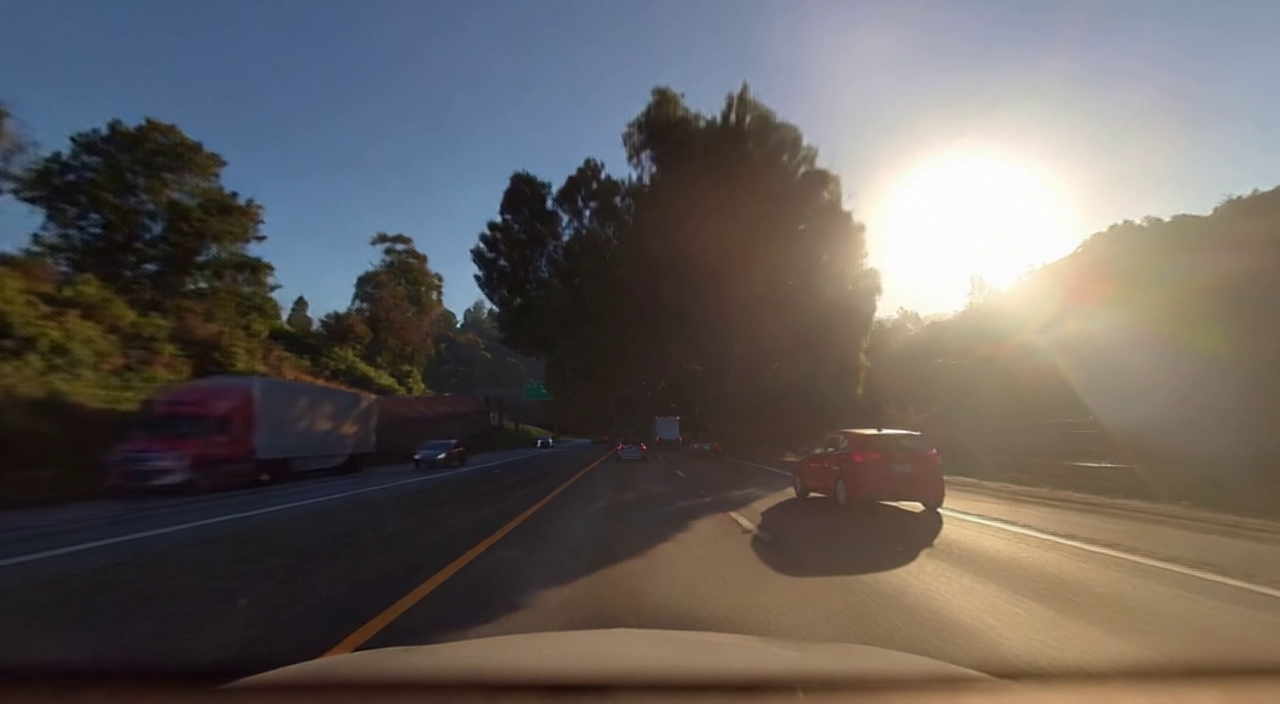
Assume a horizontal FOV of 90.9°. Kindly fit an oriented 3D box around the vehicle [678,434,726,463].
[{"bbox_3d":[3.250,5.167,34.006,2.004,1.469,4.472,0,-8,-2],"label":"vehicle"}]

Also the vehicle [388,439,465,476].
[{"bbox_3d":[-9.385,4.631,28.047,1.982,1.455,4.161,0,-7,0],"label":"vehicle"}]

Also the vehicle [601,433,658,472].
[{"bbox_3d":[-0.457,4.060,25.752,2.143,1.466,3.693,0,-7,-2],"label":"vehicle"}]

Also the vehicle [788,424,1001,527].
[{"bbox_3d":[4.305,2.124,11.566,2.066,1.526,4.216,0,-7,-1],"label":"vehicle"}]

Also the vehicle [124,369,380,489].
[{"bbox_3d":[-14.377,3.125,25.366,3.122,3.682,11.678,1,-7,-1],"label":"vehicle"}]
